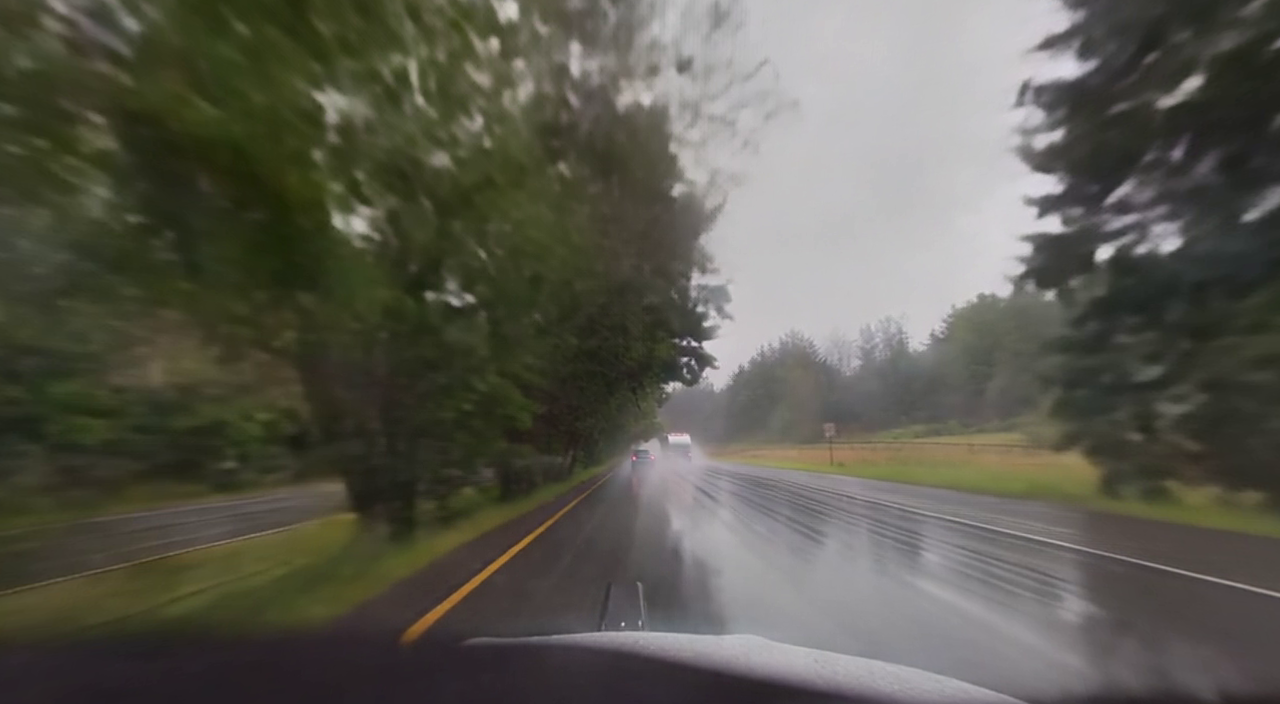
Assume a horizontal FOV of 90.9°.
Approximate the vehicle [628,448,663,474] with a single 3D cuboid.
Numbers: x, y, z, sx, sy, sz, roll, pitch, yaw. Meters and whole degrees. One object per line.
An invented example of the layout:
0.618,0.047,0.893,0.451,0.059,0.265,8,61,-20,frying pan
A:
0.301,6.379,37.069,1.926,1.386,3.615,0,-9,0,vehicle
